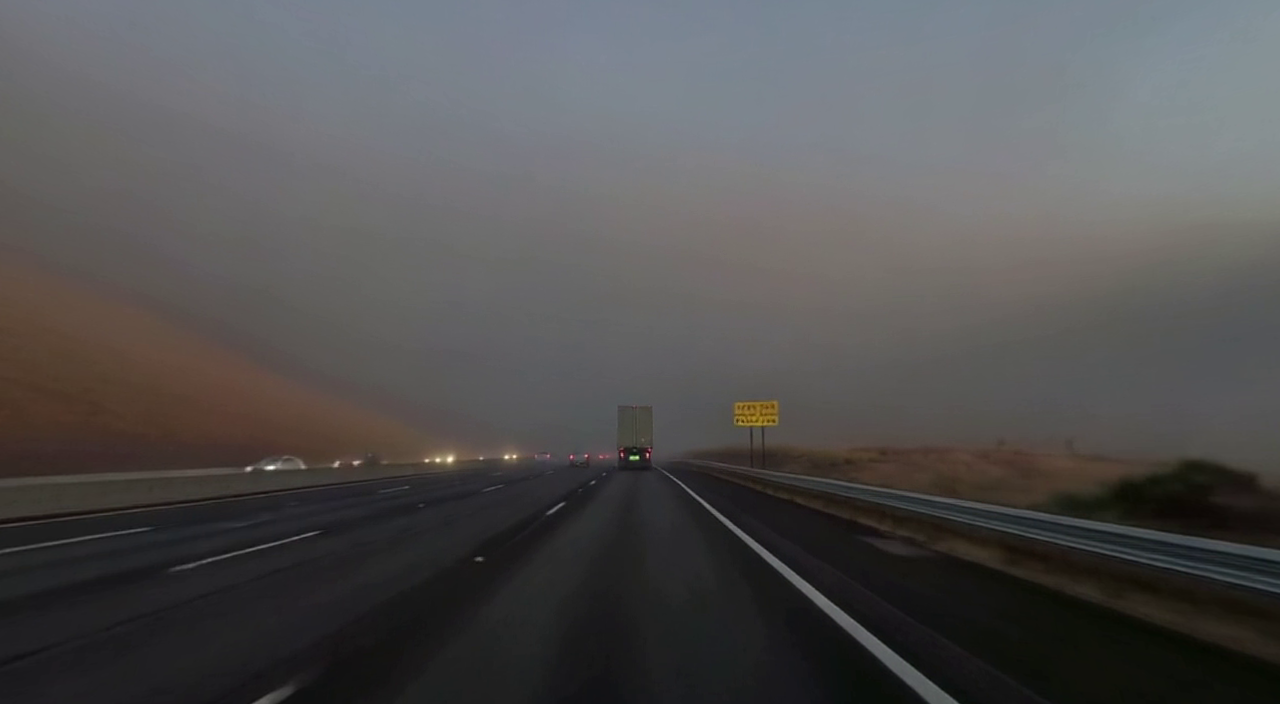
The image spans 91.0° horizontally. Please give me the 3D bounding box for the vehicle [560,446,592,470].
[{"bbox_3d":[-4.897,8.153,48.526,2.053,1.746,4.508,0,-9,-1],"label":"vehicle"}]

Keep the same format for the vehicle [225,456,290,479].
[{"bbox_3d":[-28.876,8.713,47.737,1.883,1.557,4.741,0,-9,1],"label":"vehicle"}]

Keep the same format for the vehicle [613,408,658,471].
[{"bbox_3d":[-0.211,6.739,48.021,3.039,4.131,11.822,0,-9,1],"label":"vehicle"}]
